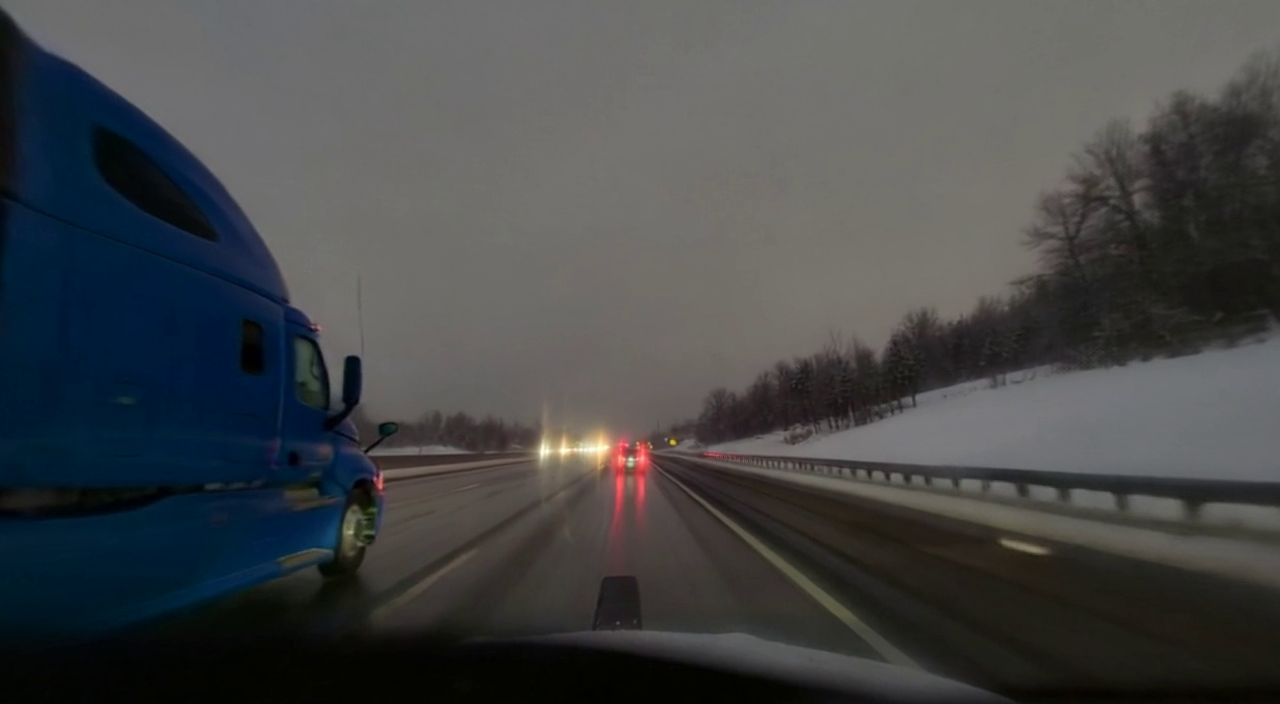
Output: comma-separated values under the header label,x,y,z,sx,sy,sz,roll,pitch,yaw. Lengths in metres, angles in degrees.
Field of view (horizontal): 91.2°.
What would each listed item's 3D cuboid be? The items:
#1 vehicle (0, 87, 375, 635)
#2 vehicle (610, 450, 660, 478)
label,x,y,z,sx,sy,sz,roll,pitch,yaw
vehicle,-4.183,0.134,4.911,3.036,3.291,2.419,0,-9,-2
vehicle,-0.293,5.812,32.864,2.398,1.336,5.698,0,-9,-1
